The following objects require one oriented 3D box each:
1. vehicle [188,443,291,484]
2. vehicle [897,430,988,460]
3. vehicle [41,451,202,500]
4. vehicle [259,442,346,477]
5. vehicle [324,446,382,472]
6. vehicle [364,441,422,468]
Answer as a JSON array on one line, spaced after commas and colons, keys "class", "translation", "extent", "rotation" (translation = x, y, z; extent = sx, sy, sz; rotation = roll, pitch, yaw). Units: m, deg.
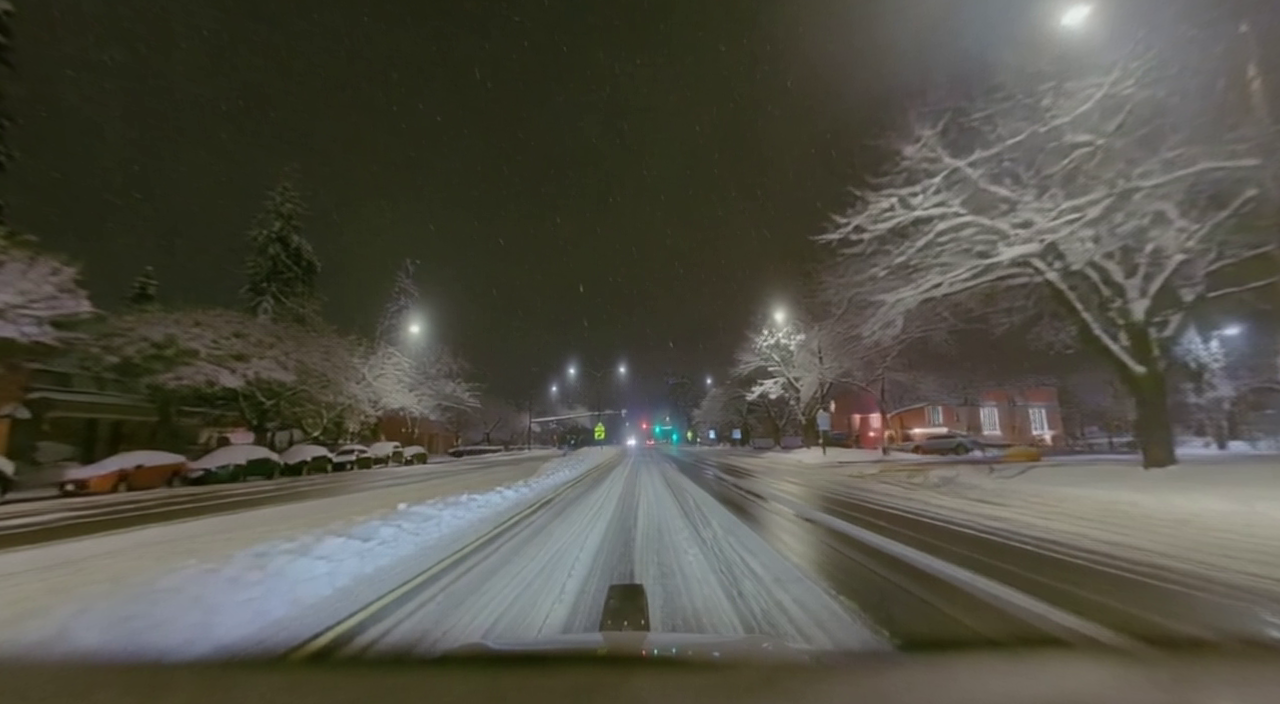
[{"class": "vehicle", "translation": [-18.015, 4.999, 28.644], "extent": [1.952, 1.649, 4.414], "rotation": [0, -8, -3]}, {"class": "vehicle", "translation": [22.213, 6.838, 46.400], "extent": [5.532, 2.065, 2.166], "rotation": [-1, -8, 0]}, {"class": "vehicle", "translation": [-18.044, 4.271, 22.272], "extent": [1.839, 1.456, 4.507], "rotation": [0, -8, 0]}, {"class": "vehicle", "translation": [-18.153, 5.751, 34.215], "extent": [2.115, 1.716, 4.900], "rotation": [0, -8, -2]}, {"class": "vehicle", "translation": [-18.178, 6.776, 40.102], "extent": [1.736, 1.489, 4.347], "rotation": [0, -8, -2]}, {"class": "vehicle", "translation": [-17.826, 7.391, 45.750], "extent": [1.941, 1.848, 5.279], "rotation": [0, -8, 1]}]
